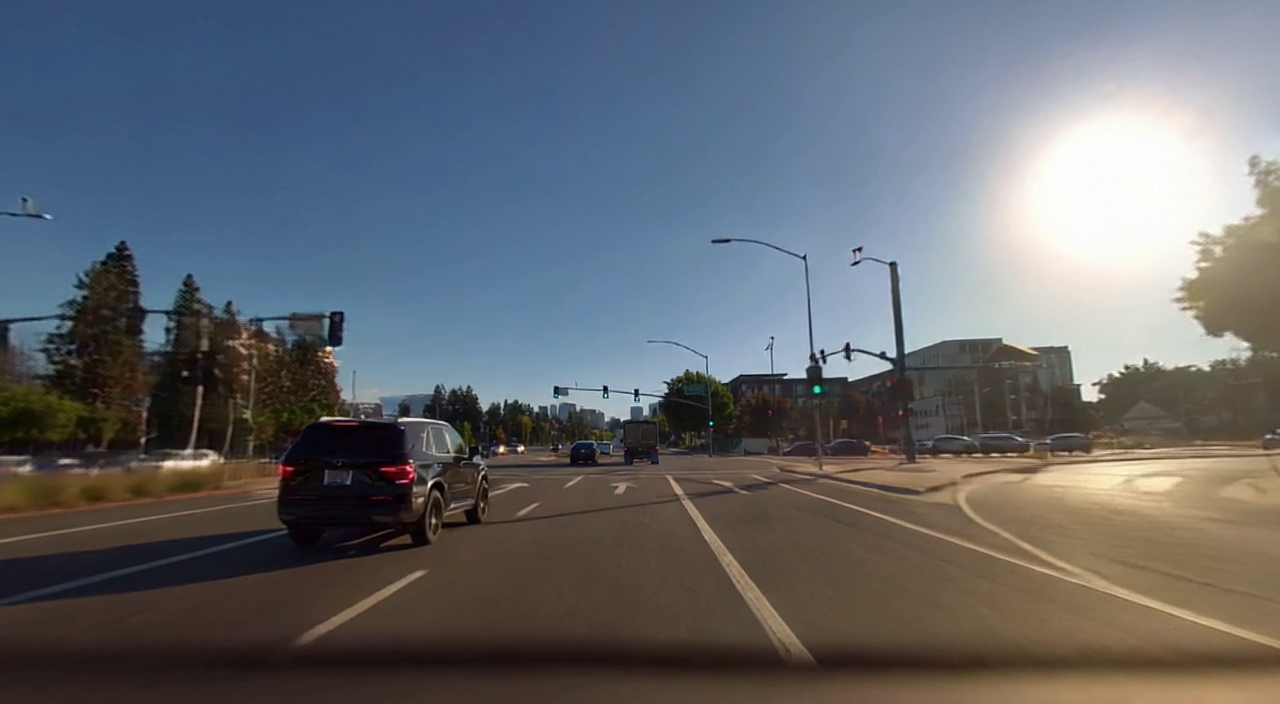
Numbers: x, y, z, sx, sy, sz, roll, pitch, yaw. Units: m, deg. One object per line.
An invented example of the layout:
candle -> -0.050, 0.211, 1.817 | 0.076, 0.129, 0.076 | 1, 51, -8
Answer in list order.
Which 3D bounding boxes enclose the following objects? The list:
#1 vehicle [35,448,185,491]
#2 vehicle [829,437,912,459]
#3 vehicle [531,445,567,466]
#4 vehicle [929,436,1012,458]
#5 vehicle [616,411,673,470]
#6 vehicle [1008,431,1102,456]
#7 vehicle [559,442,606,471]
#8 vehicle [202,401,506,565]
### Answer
vehicle -> -24.989, 5.508, 29.975 | 2.199, 1.848, 5.628 | 0, -9, 1
vehicle -> 16.198, 6.788, 44.326 | 4.983, 1.511, 2.077 | 0, -9, 0
vehicle -> -6.610, 7.540, 45.983 | 1.933, 1.477, 4.119 | 0, -9, 1
vehicle -> 23.277, 6.742, 44.379 | 4.716, 1.494, 2.001 | 0, -9, 1
vehicle -> 0.331, 5.169, 36.487 | 2.993, 3.051, 6.692 | 0, -9, 1
vehicle -> 31.207, 6.907, 47.304 | 5.530, 1.827, 2.161 | 0, -9, 0
vehicle -> -3.087, 5.715, 34.495 | 2.023, 1.483, 4.143 | 0, -9, 2
vehicle -> -3.757, 1.834, 9.587 | 2.178, 1.826, 4.933 | 0, -9, 2
